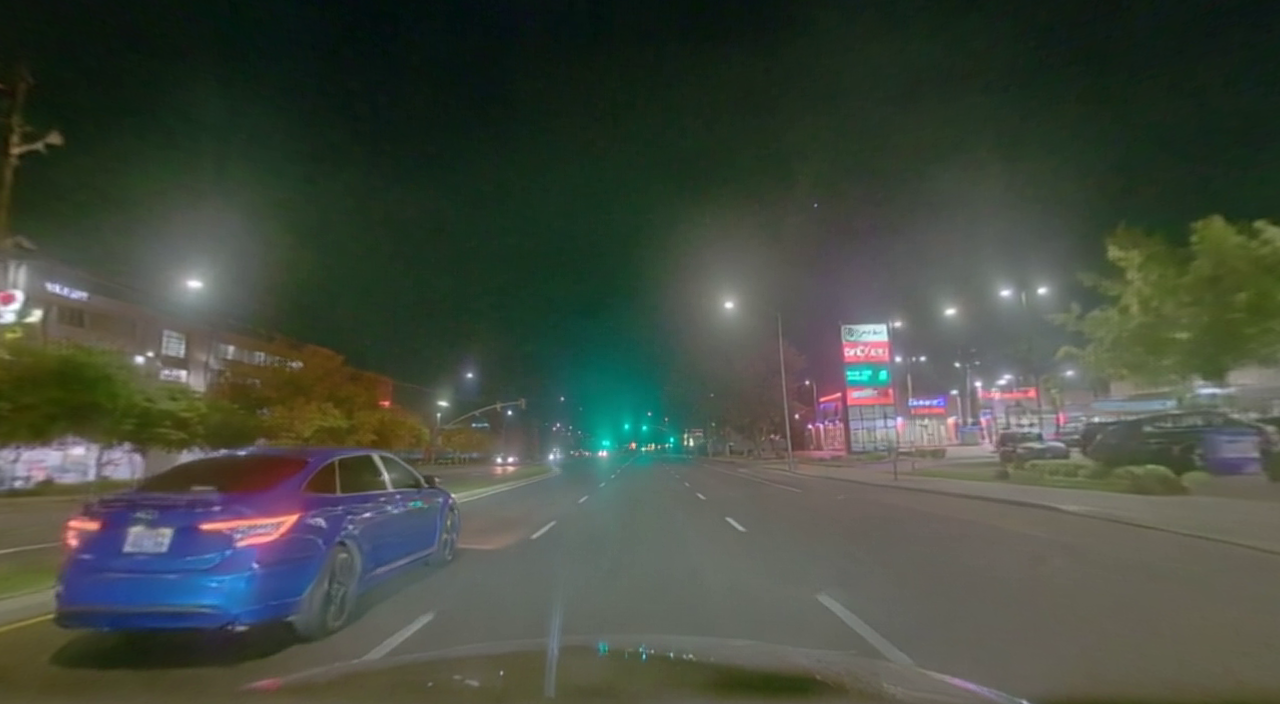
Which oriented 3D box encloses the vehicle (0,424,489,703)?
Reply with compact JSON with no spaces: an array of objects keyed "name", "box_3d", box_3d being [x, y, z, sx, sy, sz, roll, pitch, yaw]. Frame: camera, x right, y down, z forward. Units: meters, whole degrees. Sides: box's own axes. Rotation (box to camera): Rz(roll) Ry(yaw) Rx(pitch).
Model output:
[{"name":"vehicle","box_3d":[-2.913,1.413,5.231,2.082,1.460,4.636,0,-8,1]}]
